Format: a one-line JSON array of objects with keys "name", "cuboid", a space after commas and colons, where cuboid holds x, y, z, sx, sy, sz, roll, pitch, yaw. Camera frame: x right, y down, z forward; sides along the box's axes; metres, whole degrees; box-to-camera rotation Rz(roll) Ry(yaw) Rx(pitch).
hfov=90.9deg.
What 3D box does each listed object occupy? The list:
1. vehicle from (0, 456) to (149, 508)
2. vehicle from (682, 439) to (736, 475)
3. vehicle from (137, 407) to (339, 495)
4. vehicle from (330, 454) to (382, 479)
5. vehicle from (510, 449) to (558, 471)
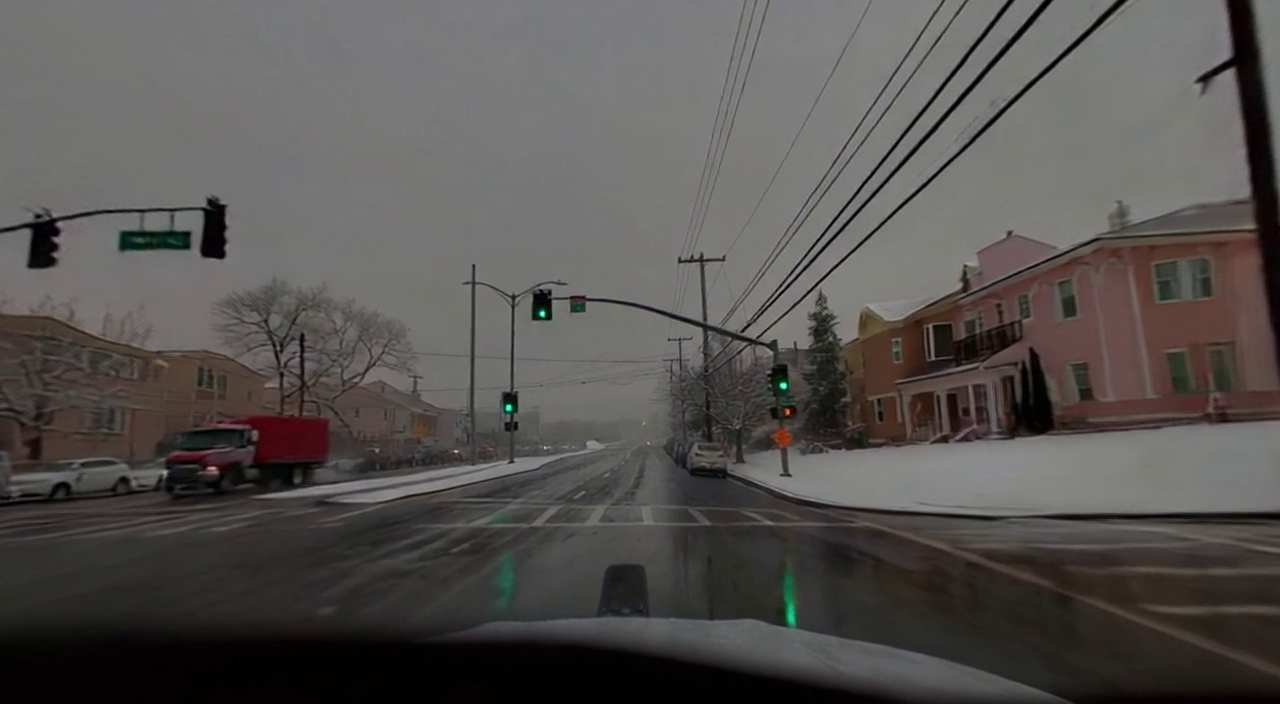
[{"name": "vehicle", "cuboid": [-19.295, 4.300, 21.310, 1.751, 1.487, 4.514, 0, -9, -1]}, {"name": "vehicle", "cuboid": [3.124, 4.862, 29.361, 1.986, 1.491, 4.500, 0, -9, 0]}, {"name": "vehicle", "cuboid": [-16.169, 4.116, 26.354, 2.979, 3.071, 7.978, 0, -9, 1]}, {"name": "vehicle", "cuboid": [-18.686, 7.516, 41.582, 1.652, 1.478, 3.682, 0, -8, 1]}, {"name": "vehicle", "cuboid": [-5.954, 6.104, 35.636, 1.925, 1.016, 2.951, -2, -6, 6]}]
